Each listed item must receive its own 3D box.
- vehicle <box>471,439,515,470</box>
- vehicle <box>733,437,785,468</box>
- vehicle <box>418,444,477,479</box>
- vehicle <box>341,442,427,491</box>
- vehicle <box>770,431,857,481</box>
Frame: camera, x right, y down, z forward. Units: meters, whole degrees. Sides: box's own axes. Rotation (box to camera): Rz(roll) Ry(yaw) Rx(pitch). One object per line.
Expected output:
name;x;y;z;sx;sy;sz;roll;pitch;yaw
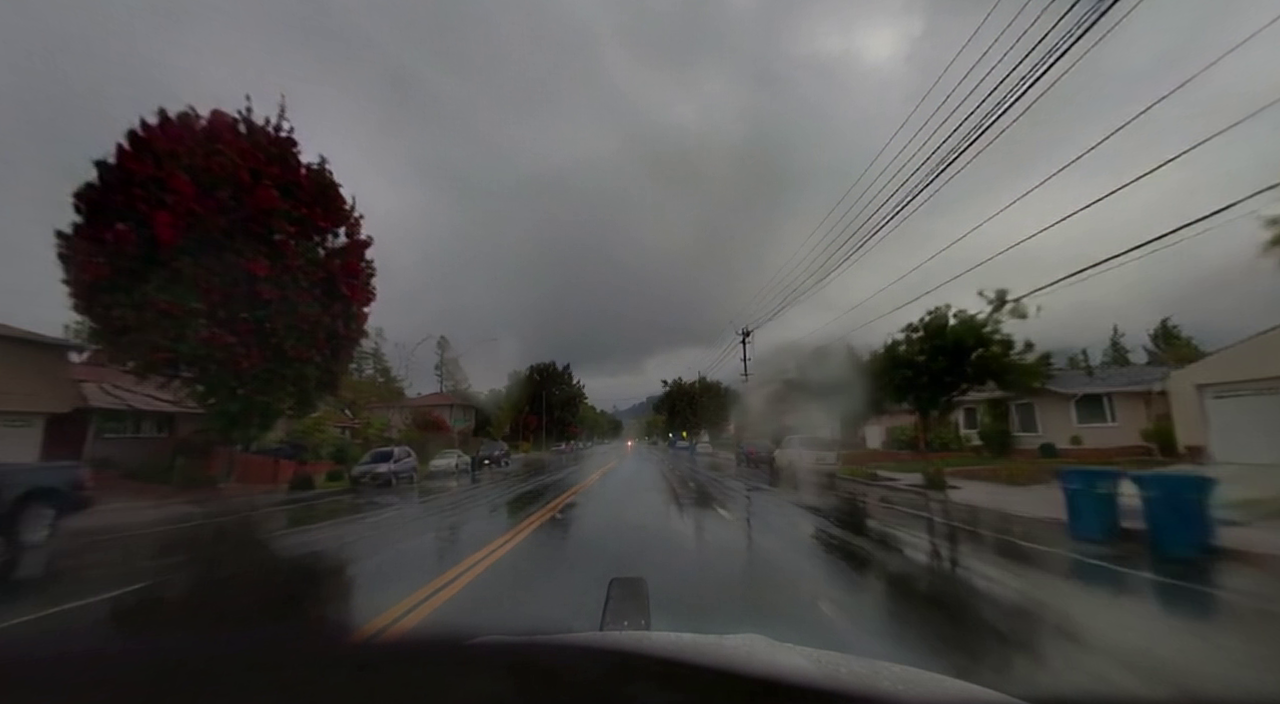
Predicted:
vehicle;-10.214;7.106;44.001;1.984;1.762;4.266;-3;-6;0
vehicle;6.947;5.922;37.330;2.194;1.741;4.800;0;-8;1
vehicle;-10.396;5.906;34.339;1.932;1.472;4.516;-3;-6;-2
vehicle;-10.295;4.572;25.697;1.974;1.696;4.336;-2;-8;-4
vehicle;6.911;4.193;25.663;2.128;1.823;4.834;0;-8;0
